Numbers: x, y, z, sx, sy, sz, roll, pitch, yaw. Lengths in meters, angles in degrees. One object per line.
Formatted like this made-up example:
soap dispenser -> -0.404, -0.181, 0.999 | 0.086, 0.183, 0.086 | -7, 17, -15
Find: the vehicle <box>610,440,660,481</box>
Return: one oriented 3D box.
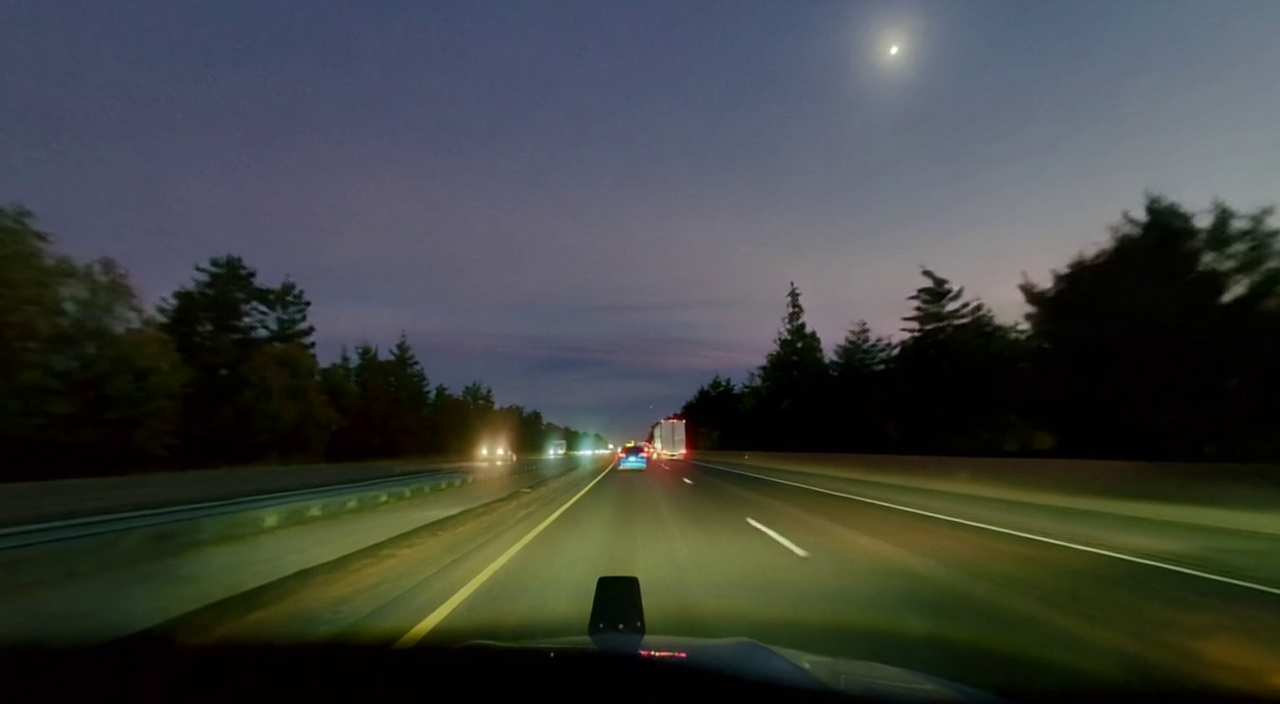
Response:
vehicle -> -0.245, 5.014, 29.327 | 2.190, 1.706, 4.062 | 0, -9, -1
